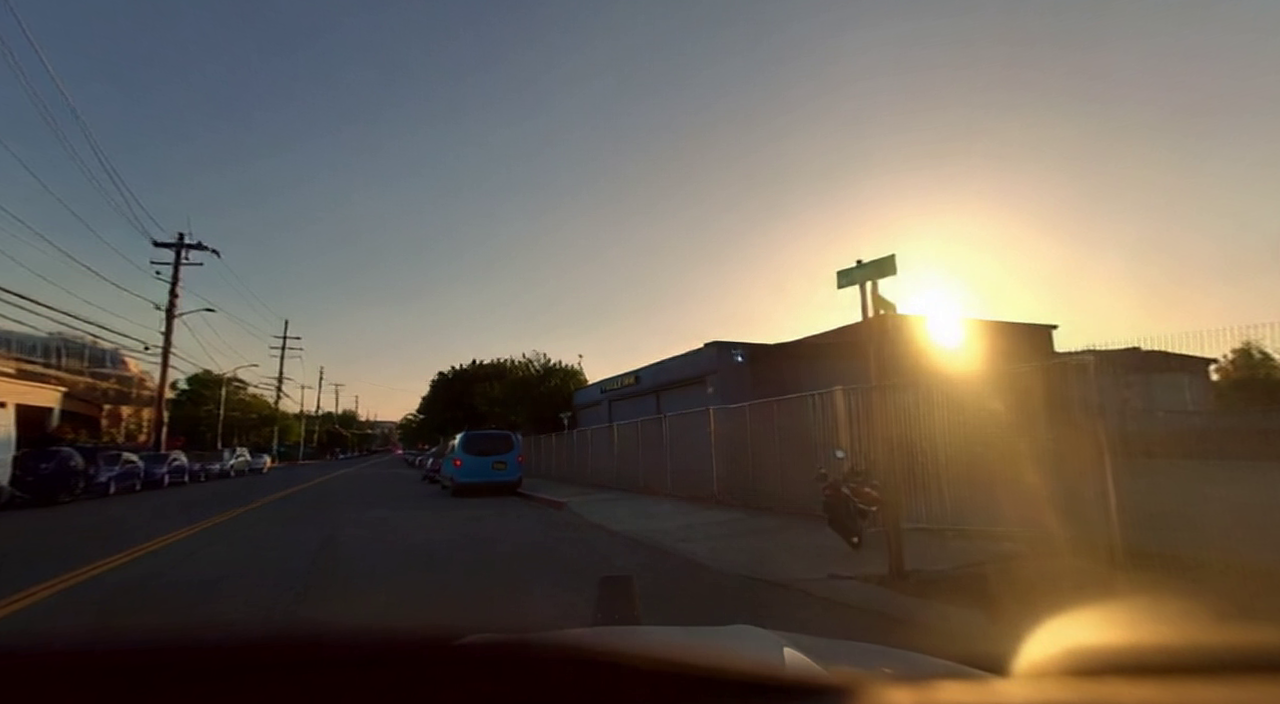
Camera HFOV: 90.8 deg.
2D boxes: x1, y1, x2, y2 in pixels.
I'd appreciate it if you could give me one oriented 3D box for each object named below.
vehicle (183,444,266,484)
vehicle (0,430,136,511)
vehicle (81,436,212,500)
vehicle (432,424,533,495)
[{"bbox_3d":[-22.099,5.942,33.914,2.504,1.919,5.658,3,-9,-21],"label":"vehicle"},{"bbox_3d":[-15.660,3.198,17.166,1.857,1.908,4.081,3,-11,-22],"label":"vehicle"},{"bbox_3d":[-18.052,4.218,23.512,2.304,1.937,5.720,1,-8,-22],"label":"vehicle"},{"bbox_3d":[-5.487,3.577,21.312,2.327,2.021,5.850,4,-9,-23],"label":"vehicle"}]
